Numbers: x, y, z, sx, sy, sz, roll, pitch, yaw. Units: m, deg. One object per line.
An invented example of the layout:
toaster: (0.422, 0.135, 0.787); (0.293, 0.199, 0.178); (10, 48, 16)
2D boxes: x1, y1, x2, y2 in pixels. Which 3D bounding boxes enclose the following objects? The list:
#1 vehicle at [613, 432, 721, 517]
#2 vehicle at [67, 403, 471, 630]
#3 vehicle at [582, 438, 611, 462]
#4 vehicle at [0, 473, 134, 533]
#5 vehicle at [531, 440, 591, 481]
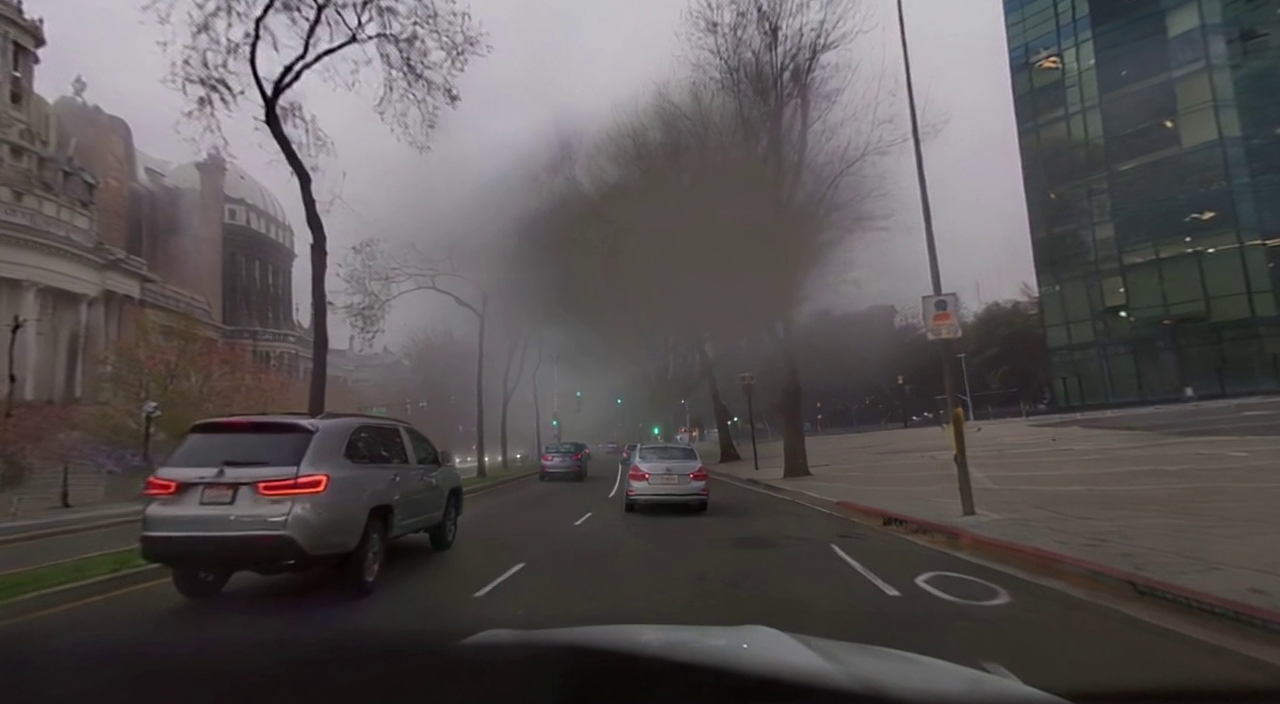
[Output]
vehicle: (0.425, 2.475, 13.226); (1.933, 1.504, 3.802); (0, -9, -2)
vehicle: (-3.211, 1.476, 6.509); (1.848, 1.641, 3.686); (0, -9, 1)
vehicle: (-3.329, 7.599, 49.041); (1.969, 1.764, 4.160); (0, -9, -1)
vehicle: (-20.951, 5.312, 22.627); (1.864, 1.688, 4.558); (0, -9, -2)
vehicle: (-3.125, 4.379, 25.808); (1.961, 1.517, 4.202); (0, -9, -1)
